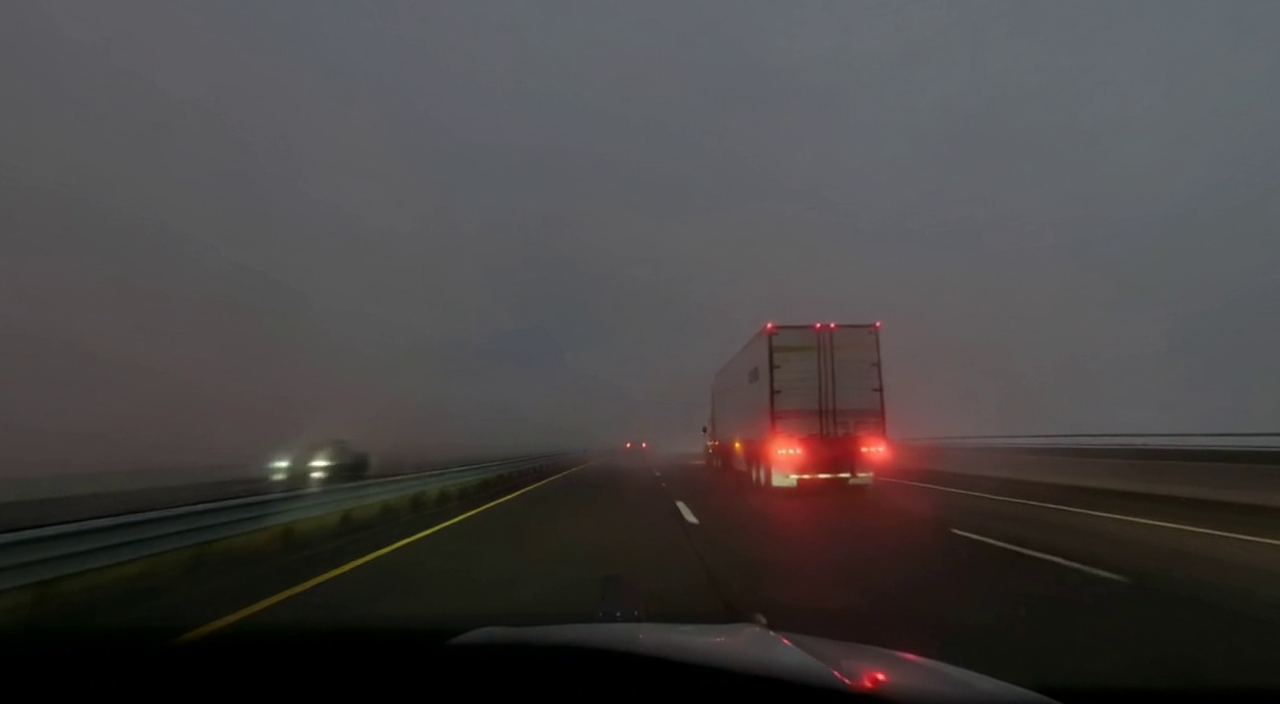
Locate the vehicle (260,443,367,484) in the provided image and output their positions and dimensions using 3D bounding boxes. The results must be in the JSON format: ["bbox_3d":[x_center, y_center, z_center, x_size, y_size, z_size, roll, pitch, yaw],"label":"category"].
[{"bbox_3d":[-13.158,4.468,25.794,1.888,1.474,4.711,0,-8,0],"label":"vehicle"}]

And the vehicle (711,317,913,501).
[{"bbox_3d":[4.536,2.148,20.693,2.966,4.072,13.408,0,-8,1],"label":"vehicle"}]
